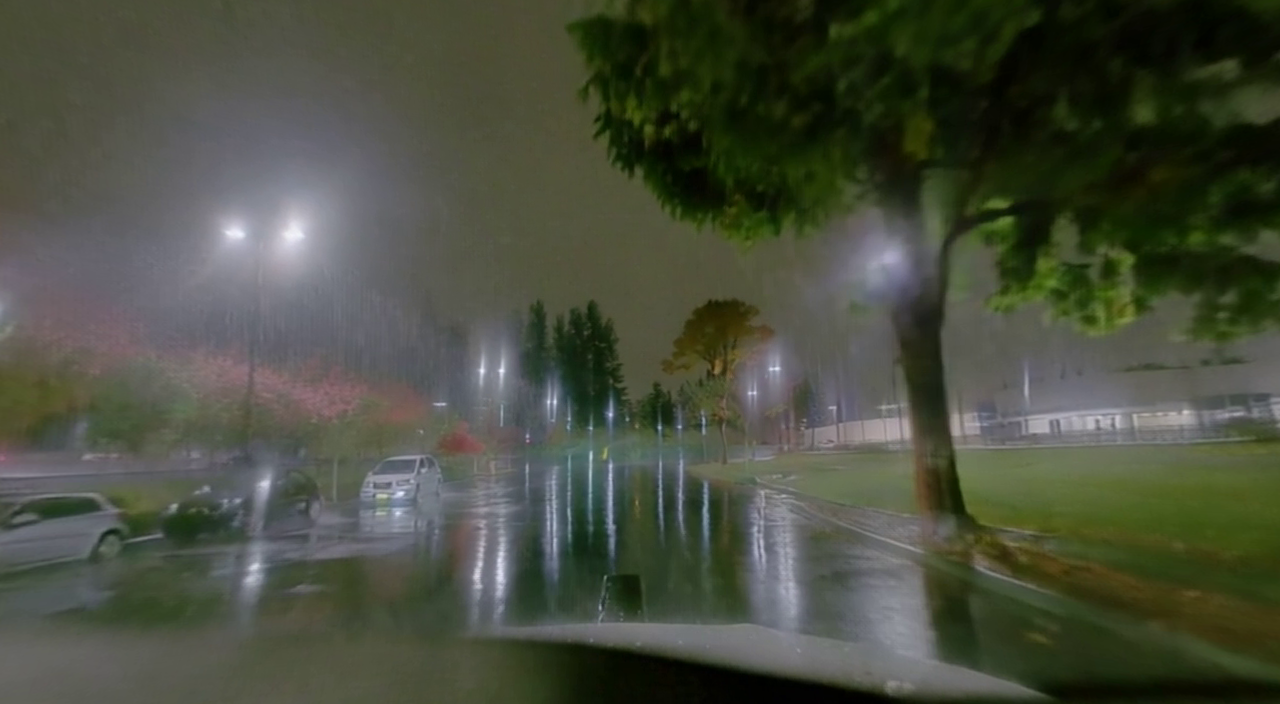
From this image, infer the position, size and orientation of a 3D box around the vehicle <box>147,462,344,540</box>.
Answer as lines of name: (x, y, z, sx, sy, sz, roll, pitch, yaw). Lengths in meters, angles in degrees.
vehicle: (-9.372, 3.533, 15.587, 2.038, 1.525, 4.383, 0, -9, 0)

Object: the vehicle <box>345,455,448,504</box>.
vehicle: (-9.800, 5.140, 25.945, 2.360, 1.741, 4.912, 0, -9, -2)

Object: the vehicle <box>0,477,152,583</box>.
vehicle: (-9.549, 2.694, 9.313, 1.938, 1.191, 3.630, -6, -7, -2)
